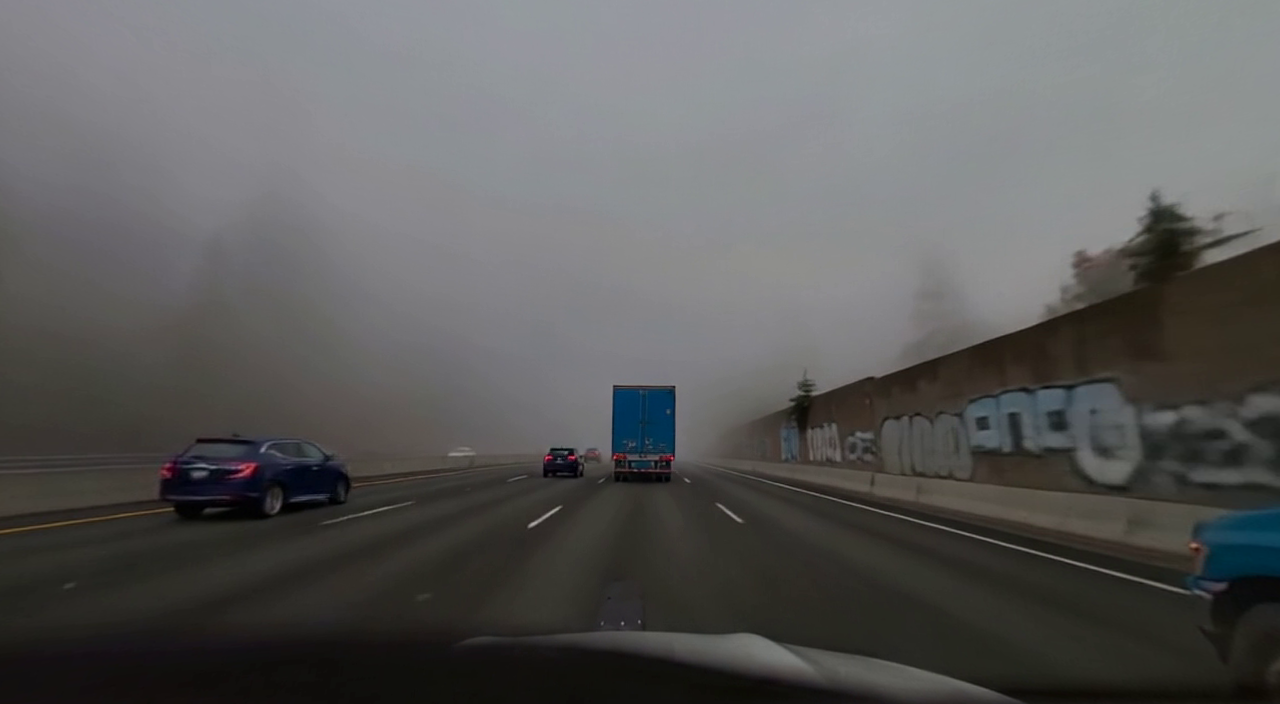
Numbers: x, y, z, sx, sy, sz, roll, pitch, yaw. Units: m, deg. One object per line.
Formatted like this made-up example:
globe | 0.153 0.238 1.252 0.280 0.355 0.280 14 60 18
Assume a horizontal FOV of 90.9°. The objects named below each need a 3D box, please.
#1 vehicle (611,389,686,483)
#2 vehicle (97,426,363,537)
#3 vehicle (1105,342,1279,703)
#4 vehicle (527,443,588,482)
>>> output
vehicle | 0.247 4.068 29.769 2.915 3.661 9.741 0 -9 -1
vehicle | -6.938 2.221 11.332 2.005 1.607 4.042 0 -9 0
vehicle | 3.660 0.596 1.157 2.205 1.689 4.403 0 -9 0
vehicle | -3.388 4.654 26.763 2.020 1.505 4.171 0 -9 0
